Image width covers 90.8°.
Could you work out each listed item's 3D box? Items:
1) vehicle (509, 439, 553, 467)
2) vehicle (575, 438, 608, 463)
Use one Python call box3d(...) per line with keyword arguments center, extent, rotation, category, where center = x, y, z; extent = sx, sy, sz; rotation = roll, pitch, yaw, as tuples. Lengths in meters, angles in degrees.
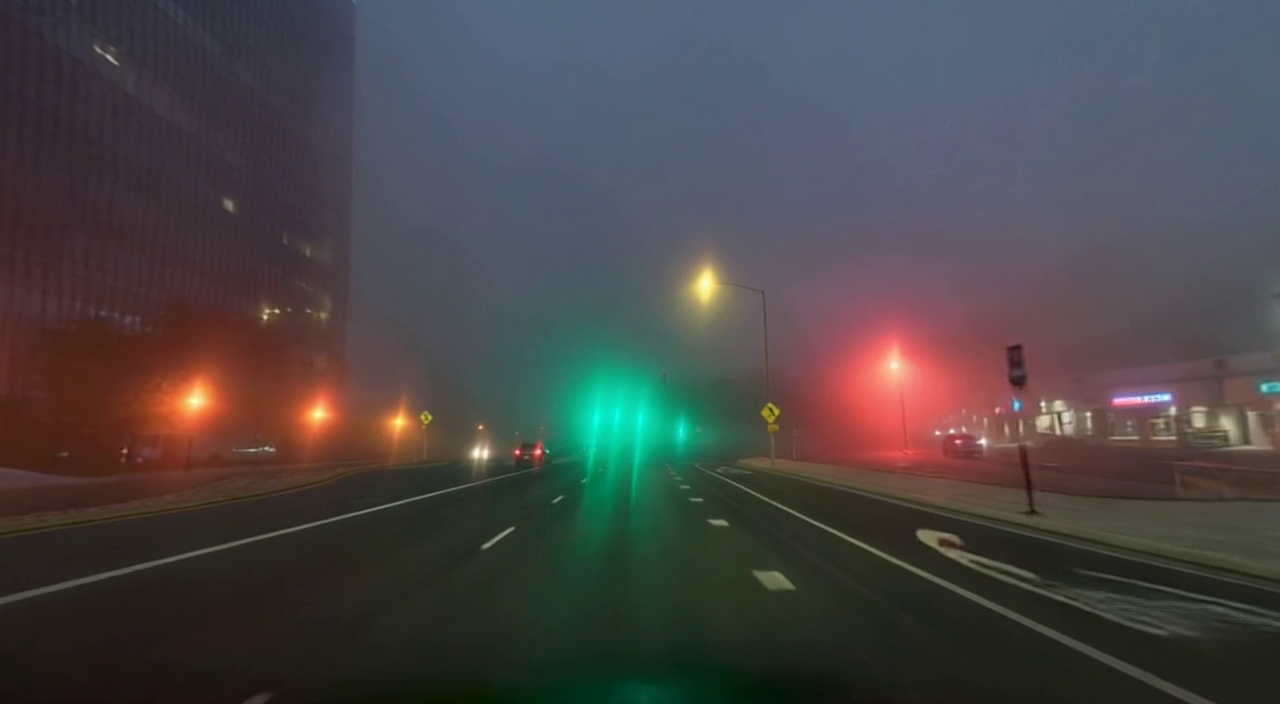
box3d(center=(-6.766, 6.303, 39.656), extent=(1.909, 1.605, 4.561), rotation=(0, -9, 1), category="vehicle")
box3d(center=(-3.543, 7.288, 46.666), extent=(2.052, 1.729, 4.195), rotation=(0, -9, 0), category="vehicle")
